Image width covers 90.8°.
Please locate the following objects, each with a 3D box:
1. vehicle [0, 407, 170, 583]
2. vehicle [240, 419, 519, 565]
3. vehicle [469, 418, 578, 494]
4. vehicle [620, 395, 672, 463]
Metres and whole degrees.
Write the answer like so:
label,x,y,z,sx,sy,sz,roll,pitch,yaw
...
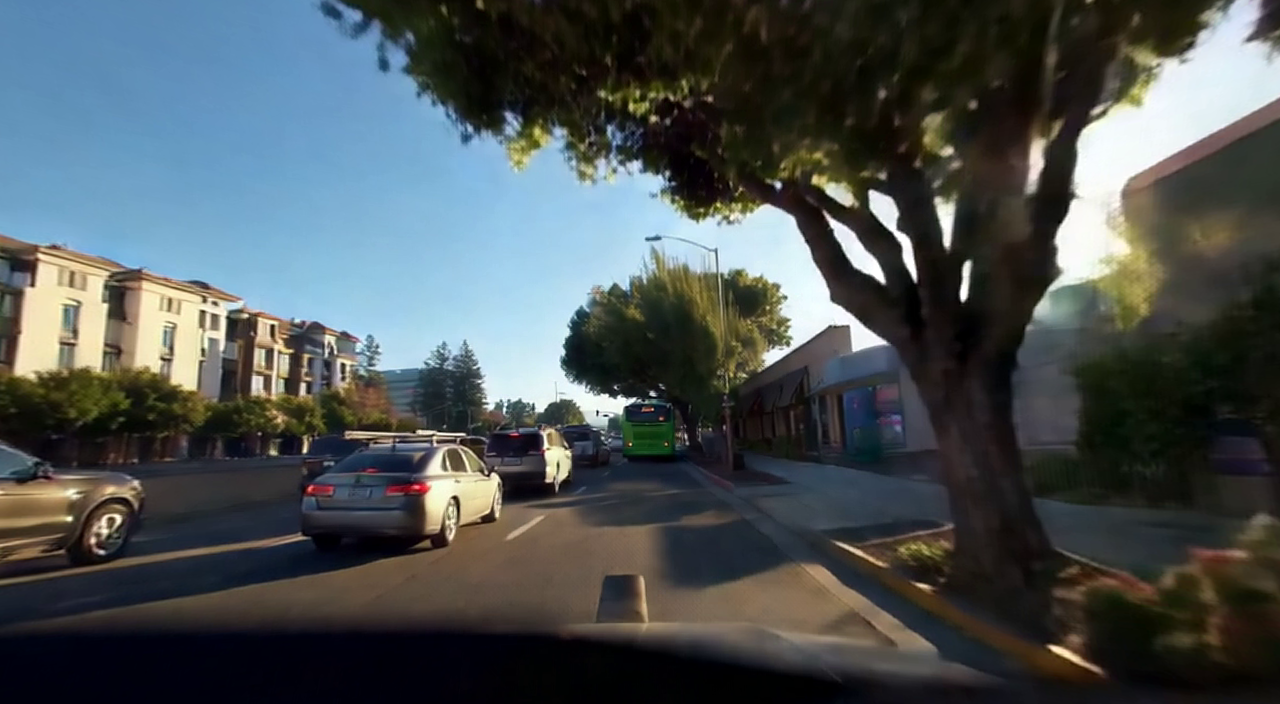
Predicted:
label,x,y,z,sx,sy,sz,roll,pitch,yaw
vehicle,-7.336,1.369,5.992,2.252,1.686,4.447,0,-9,1
vehicle,-3.294,1.869,9.209,2.042,1.571,4.475,0,-9,2
vehicle,-3.184,2.991,18.488,2.095,1.892,5.043,0,-8,1
vehicle,0.428,5.276,42.018,2.970,3.857,12.200,0,-9,1
